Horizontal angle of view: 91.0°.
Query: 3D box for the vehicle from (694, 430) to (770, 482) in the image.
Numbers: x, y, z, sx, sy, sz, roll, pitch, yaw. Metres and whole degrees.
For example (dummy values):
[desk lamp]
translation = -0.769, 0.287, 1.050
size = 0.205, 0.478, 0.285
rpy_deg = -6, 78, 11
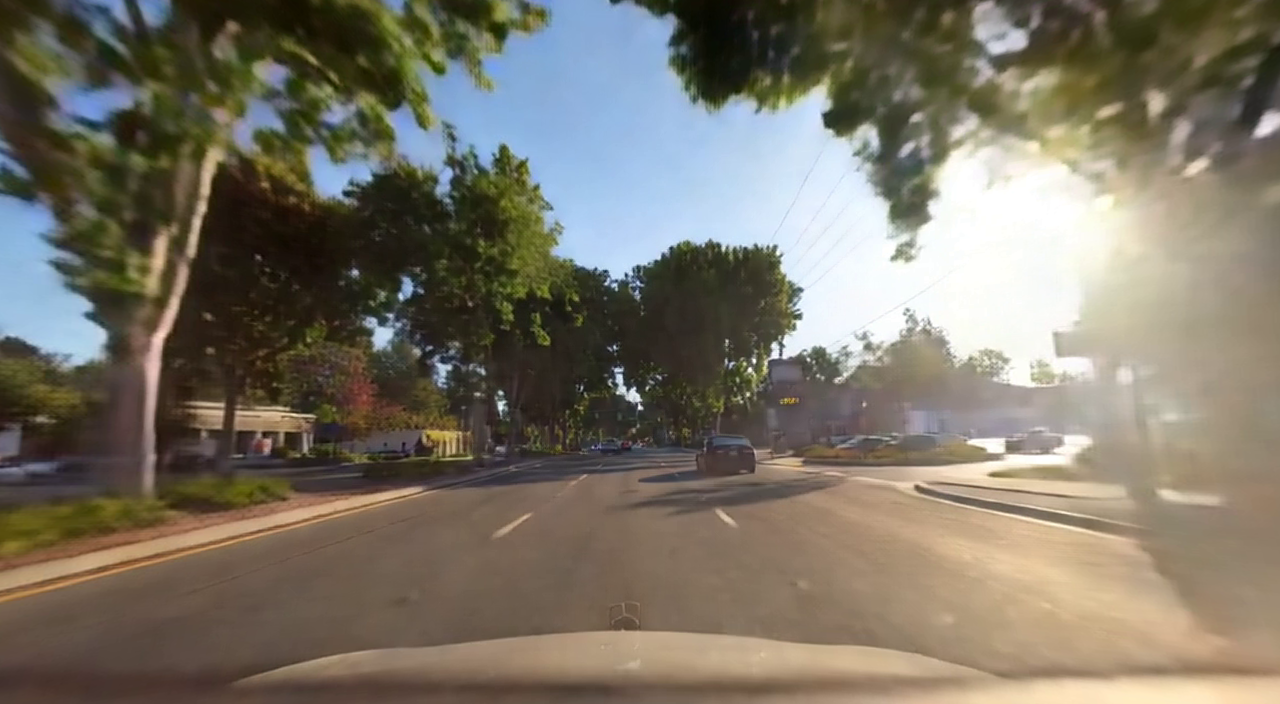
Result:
[vehicle]
translation = 3.306, 3.805, 23.422
size = 2.083, 1.743, 4.354
rpy_deg = 0, -8, -1
